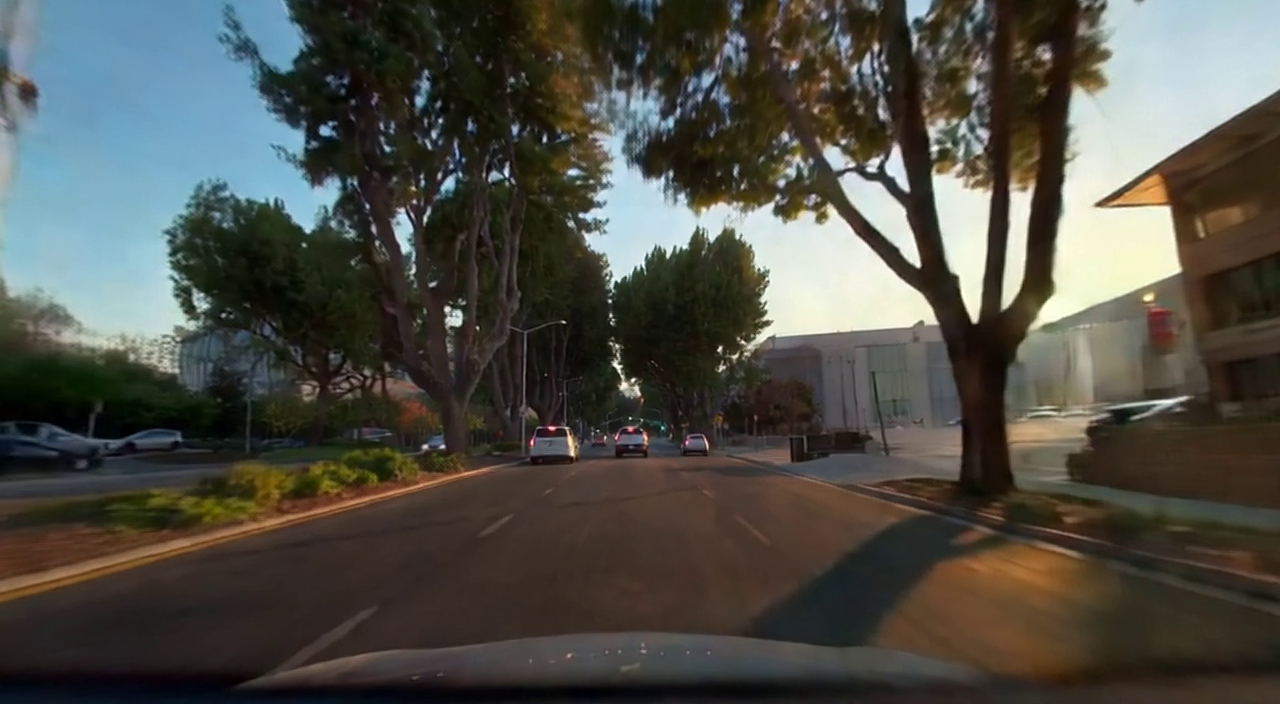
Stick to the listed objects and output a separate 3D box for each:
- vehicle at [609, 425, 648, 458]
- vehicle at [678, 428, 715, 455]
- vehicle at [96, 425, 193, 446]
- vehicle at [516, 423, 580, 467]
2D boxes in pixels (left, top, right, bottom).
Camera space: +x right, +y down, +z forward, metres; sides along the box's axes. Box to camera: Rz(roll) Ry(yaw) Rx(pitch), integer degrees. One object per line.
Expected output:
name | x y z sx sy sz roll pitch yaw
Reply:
vehicle | -0.621 4.928 34.749 2.022 1.700 4.084 0 -8 0
vehicle | 3.462 5.590 39.277 1.847 1.554 4.052 0 -8 -1
vehicle | -35.366 6.051 45.292 1.883 1.383 5.637 -1 -8 8
vehicle | -3.806 3.958 26.911 2.047 1.710 4.314 0 -8 1
